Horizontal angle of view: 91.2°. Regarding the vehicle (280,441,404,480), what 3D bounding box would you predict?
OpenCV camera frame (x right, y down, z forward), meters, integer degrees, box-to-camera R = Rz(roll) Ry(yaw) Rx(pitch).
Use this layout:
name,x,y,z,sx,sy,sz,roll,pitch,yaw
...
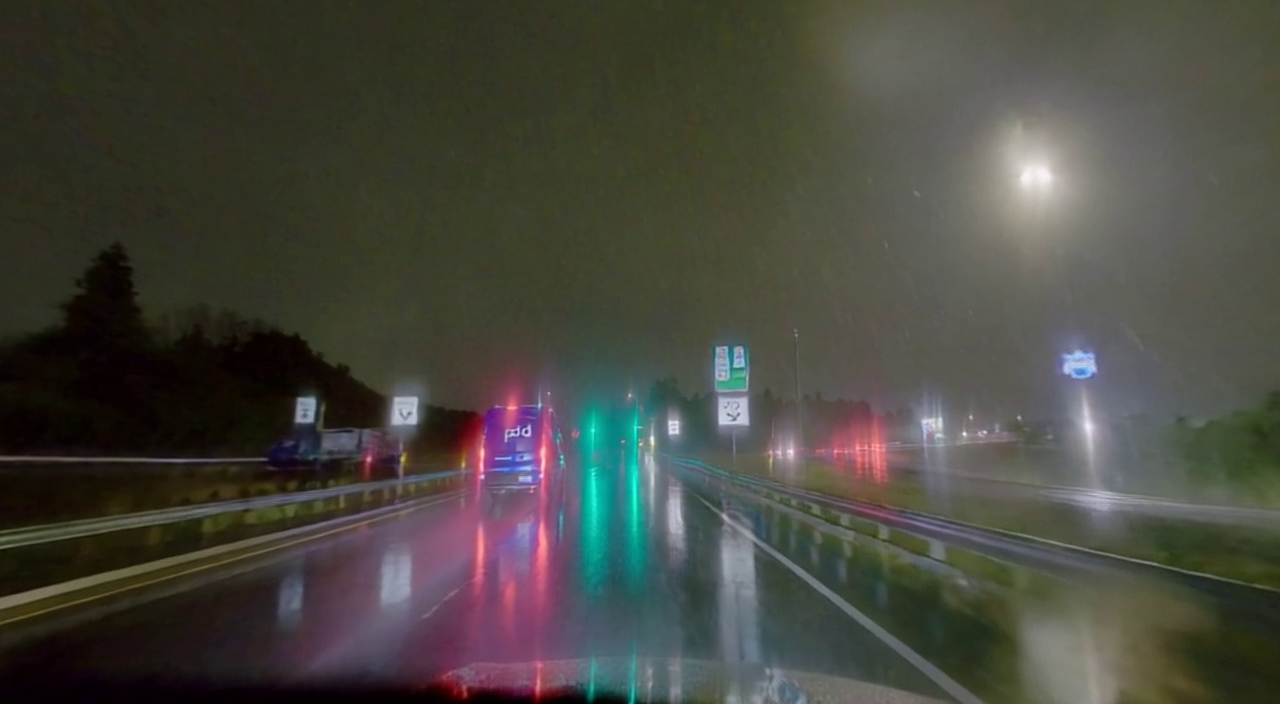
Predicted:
name,x,y,z,sx,sy,sz,roll,pitch,yaw
vehicle,-12.543,4.594,26.721,4.396,1.557,1.952,2,-9,-15

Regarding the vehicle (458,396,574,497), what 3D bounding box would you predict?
name,x,y,z,sx,sy,sz,roll,pitch,yaw
vehicle,-3.623,3.027,20.100,2.463,2.640,7.034,0,-9,-2
